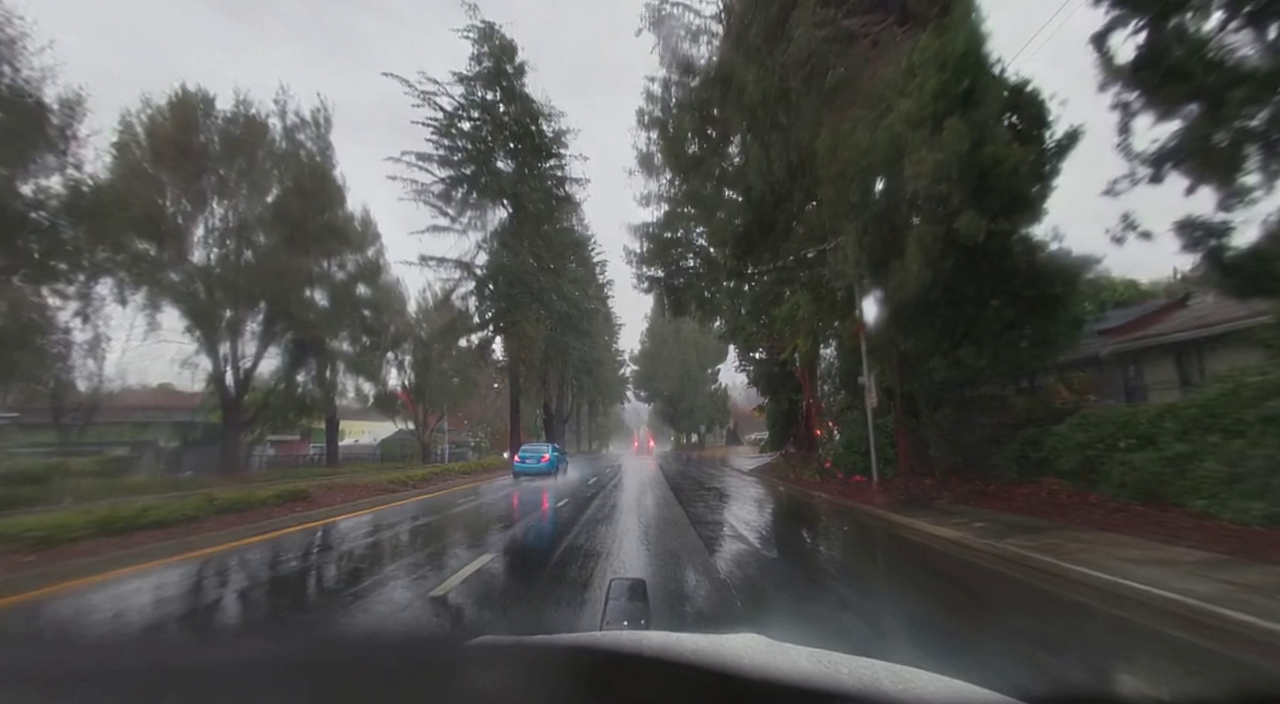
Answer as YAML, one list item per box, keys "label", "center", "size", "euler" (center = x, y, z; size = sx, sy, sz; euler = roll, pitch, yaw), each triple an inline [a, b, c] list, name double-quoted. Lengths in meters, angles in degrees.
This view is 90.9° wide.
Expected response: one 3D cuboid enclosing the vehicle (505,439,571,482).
- label: "vehicle"
  center: [-4.140, 4.487, 26.333]
  size: [1.914, 1.630, 4.351]
  euler: [0, -8, 1]
